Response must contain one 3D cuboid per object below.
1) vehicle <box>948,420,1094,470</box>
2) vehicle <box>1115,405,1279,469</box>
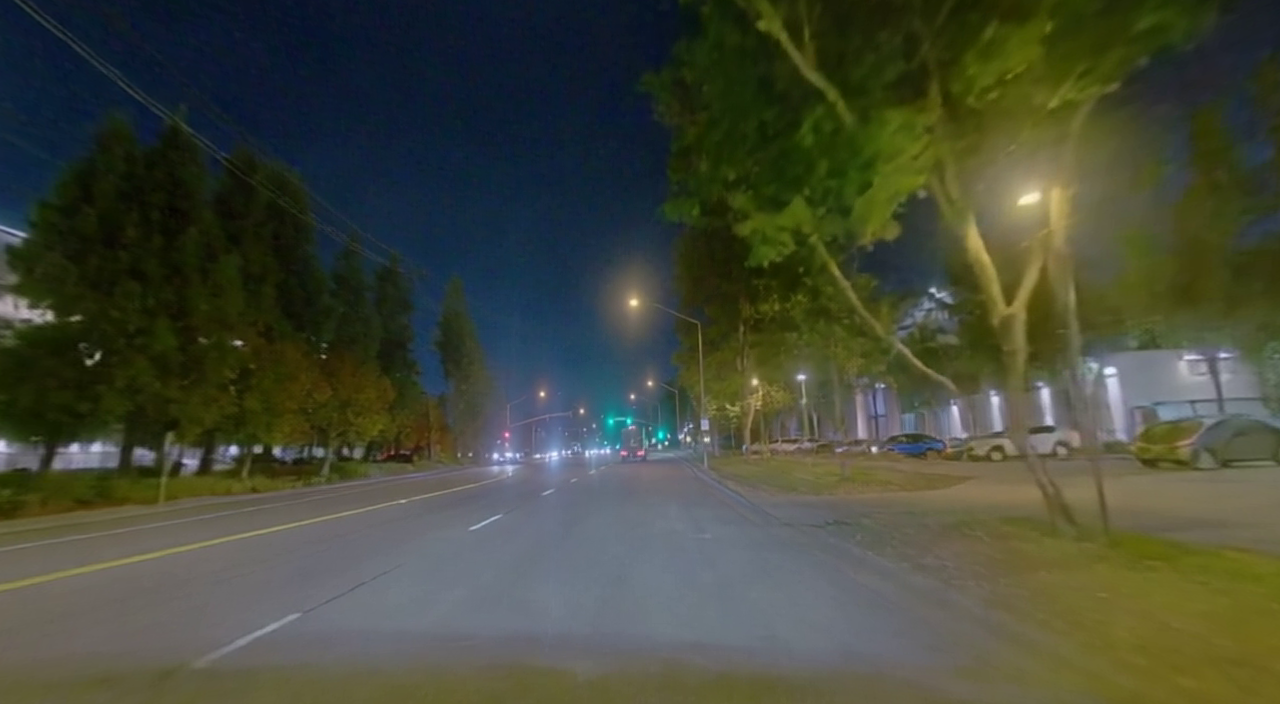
[{"bbox_3d":[16.435,4.034,27.326,5.051,2.038,2.142,1,-9,-9],"label":"vehicle"},{"bbox_3d":[17.445,2.635,19.354,4.653,1.782,2.042,3,-9,-16],"label":"vehicle"}]
